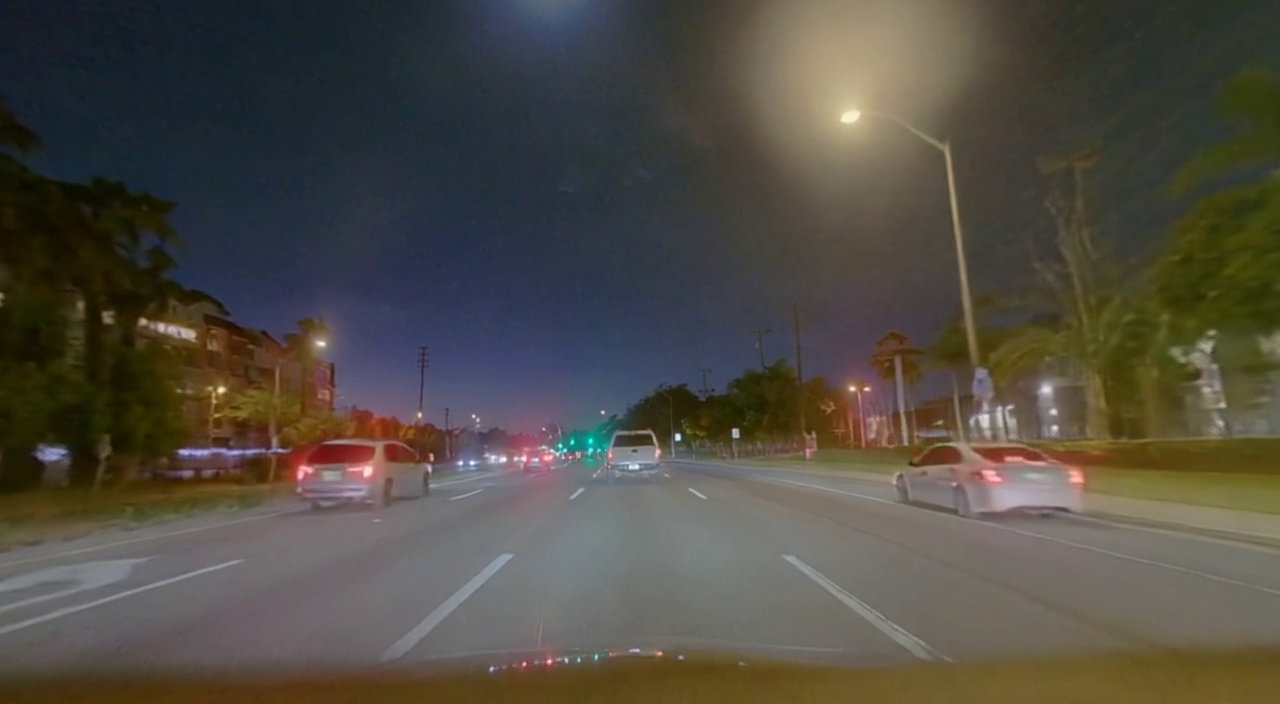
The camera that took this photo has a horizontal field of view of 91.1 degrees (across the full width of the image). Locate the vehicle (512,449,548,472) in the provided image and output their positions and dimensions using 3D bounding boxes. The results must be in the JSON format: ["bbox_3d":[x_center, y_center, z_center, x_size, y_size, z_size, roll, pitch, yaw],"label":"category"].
[{"bbox_3d":[-7.952,7.841,45.642,2.016,1.576,4.215,1,-9,-3],"label":"vehicle"}]

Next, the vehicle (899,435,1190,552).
[{"bbox_3d":[6.029,2.127,10.274,2.178,1.411,4.732,-1,-9,9],"label":"vehicle"}]

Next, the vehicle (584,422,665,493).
[{"bbox_3d":[-0.701,3.718,22.460,2.507,2.161,6.049,1,-9,-4],"label":"vehicle"}]

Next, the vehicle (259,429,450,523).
[{"bbox_3d":[-5.937,2.634,13.871,2.235,1.682,4.662,1,-9,-3],"label":"vehicle"}]
